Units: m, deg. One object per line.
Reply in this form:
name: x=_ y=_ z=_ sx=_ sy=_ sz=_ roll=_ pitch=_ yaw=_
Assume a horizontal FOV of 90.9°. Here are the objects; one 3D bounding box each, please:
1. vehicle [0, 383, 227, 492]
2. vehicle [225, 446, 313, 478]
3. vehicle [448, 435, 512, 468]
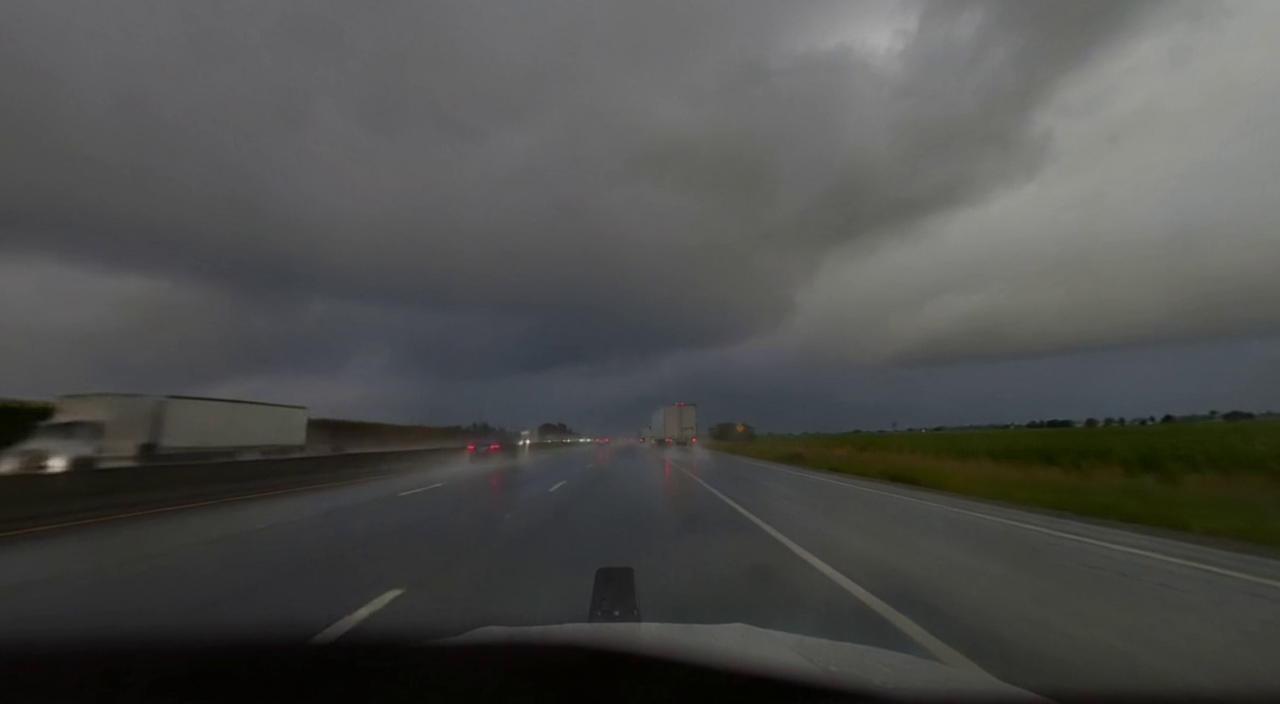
vehicle: x=-23.228 y=3.778 z=28.000 sx=2.993 sy=3.934 sz=10.018 roll=0 pitch=-8 yaw=-1
vehicle: x=-19.102 y=5.658 z=32.717 sx=1.826 sy=1.444 sz=4.605 roll=0 pitch=-8 yaw=0
vehicle: x=-7.617 y=4.767 z=30.450 sx=2.018 sy=1.454 sz=4.290 roll=0 pitch=-8 yaw=-1
